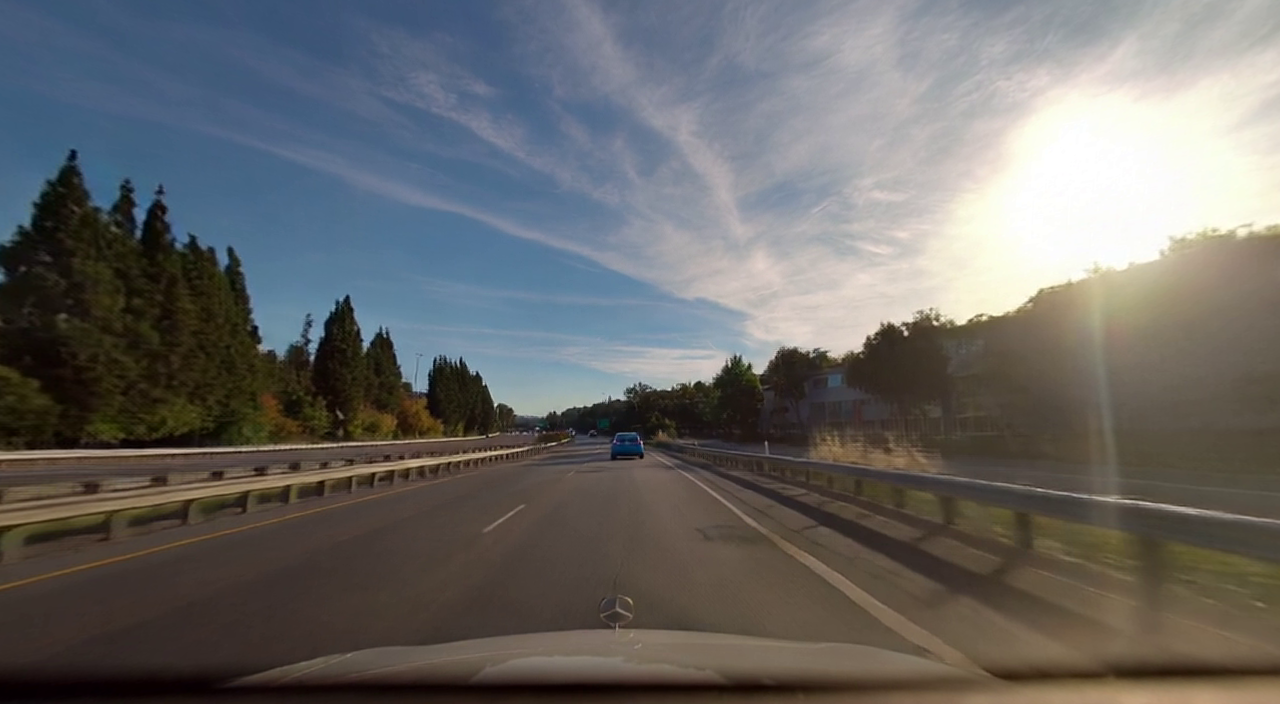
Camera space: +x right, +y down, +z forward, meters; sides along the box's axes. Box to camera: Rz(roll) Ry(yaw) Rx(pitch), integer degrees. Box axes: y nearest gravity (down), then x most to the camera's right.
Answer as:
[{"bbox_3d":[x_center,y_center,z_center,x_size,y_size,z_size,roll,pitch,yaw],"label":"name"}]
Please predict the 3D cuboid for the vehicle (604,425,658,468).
[{"bbox_3d":[-0.397,3.857,25.866,2.020,1.633,3.942,0,-8,-1],"label":"vehicle"}]
